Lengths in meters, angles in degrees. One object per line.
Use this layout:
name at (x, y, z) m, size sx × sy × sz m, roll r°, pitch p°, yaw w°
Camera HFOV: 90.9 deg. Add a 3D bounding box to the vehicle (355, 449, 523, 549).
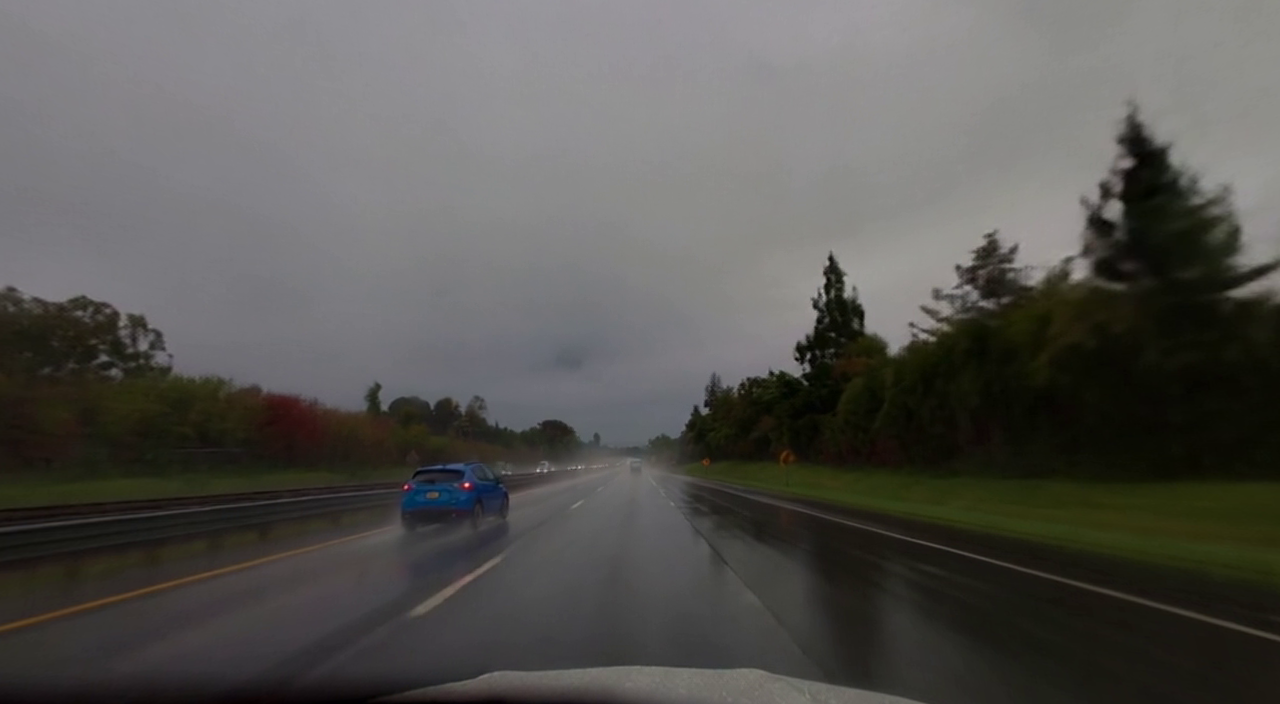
vehicle at (-3.536, 2.683, 11.987) m, size 1.797 × 1.532 × 4.072 m, roll 1°, pitch -10°, yaw 1°
